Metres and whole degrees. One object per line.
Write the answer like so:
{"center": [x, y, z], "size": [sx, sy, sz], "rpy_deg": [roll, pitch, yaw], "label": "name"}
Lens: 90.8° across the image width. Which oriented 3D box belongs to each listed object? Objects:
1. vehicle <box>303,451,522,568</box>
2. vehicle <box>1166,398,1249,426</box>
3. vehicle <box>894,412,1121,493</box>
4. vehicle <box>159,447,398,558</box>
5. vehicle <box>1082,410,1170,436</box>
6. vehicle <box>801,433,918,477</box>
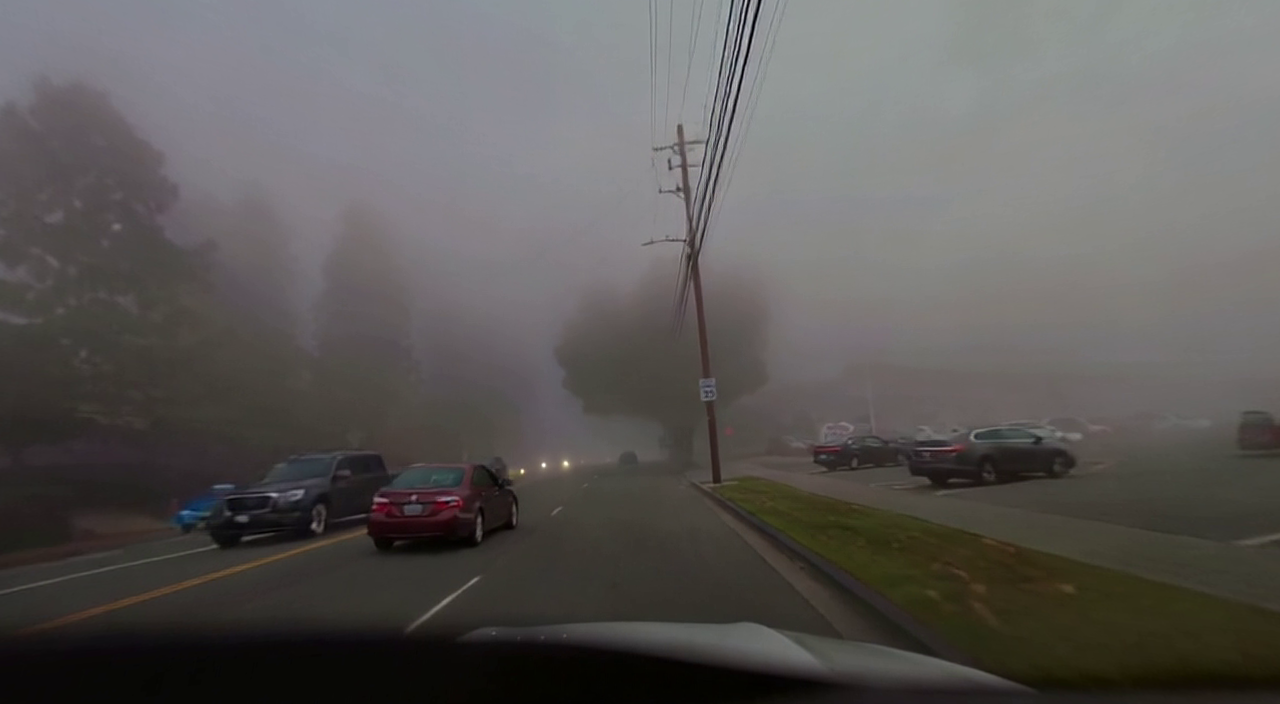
{"center": [-3.359, 2.384, 10.408], "size": [1.943, 1.455, 4.414], "rpy_deg": [0, -8, 0], "label": "vehicle"}
{"center": [42.034, 4.504, 46.944], "size": [1.910, 1.756, 4.428], "rpy_deg": [-2, -9, 0], "label": "vehicle"}
{"center": [8.194, 2.210, 14.071], "size": [4.713, 1.518, 2.035], "rpy_deg": [4, -10, -27], "label": "vehicle"}
{"center": [-6.778, 2.799, 12.697], "size": [1.877, 1.742, 4.919], "rpy_deg": [0, -8, 0], "label": "vehicle"}
{"center": [31.237, 4.599, 40.702], "size": [1.760, 1.510, 4.095], "rpy_deg": [7, -11, -41], "label": "vehicle"}
{"center": [7.970, 3.700, 22.897], "size": [4.000, 1.440, 1.746], "rpy_deg": [5, -10, -30], "label": "vehicle"}
